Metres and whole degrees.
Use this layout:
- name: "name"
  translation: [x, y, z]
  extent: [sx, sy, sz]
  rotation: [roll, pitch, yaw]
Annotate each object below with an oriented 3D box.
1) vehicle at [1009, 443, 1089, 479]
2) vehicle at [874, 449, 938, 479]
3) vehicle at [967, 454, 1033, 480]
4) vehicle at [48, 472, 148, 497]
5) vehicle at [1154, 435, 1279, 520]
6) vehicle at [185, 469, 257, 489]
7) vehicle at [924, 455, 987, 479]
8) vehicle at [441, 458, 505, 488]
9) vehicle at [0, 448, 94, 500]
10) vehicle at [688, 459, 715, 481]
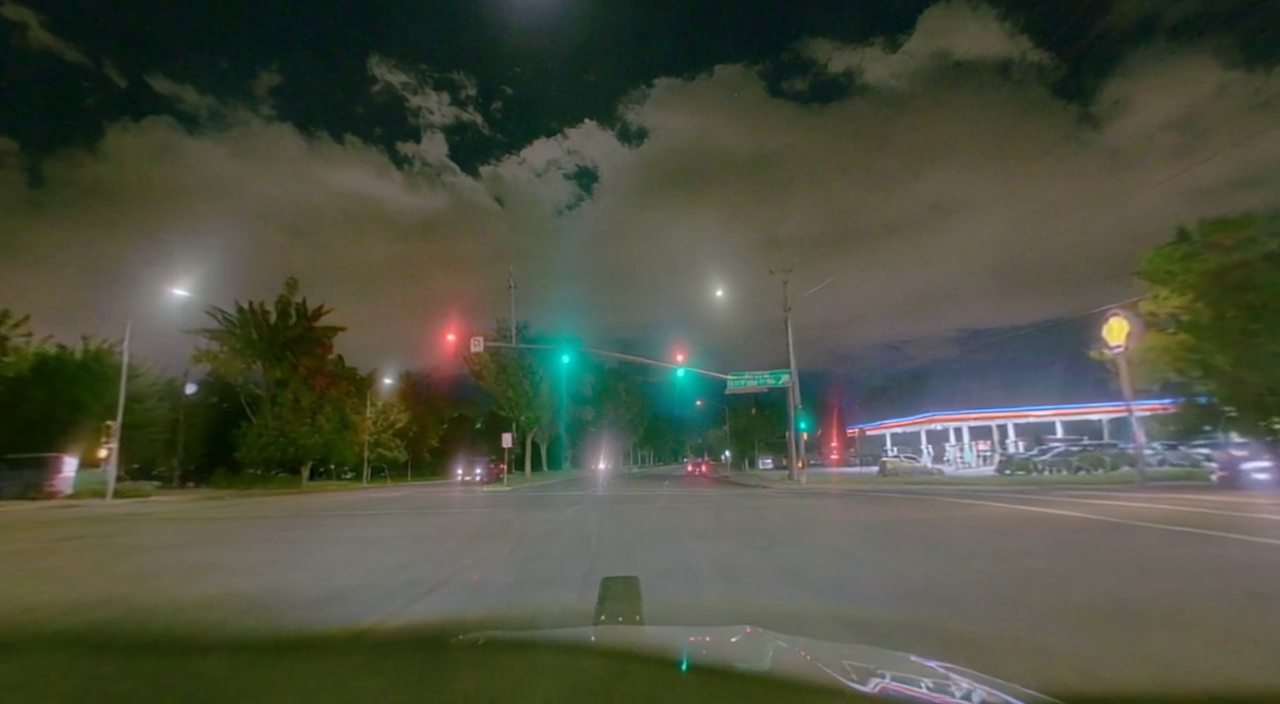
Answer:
- name: "vehicle"
  translation: [23.332, 6.160, 35.954]
  extent: [4.920, 1.864, 2.027]
  rotation: [6, -11, -36]
- name: "vehicle"
  translation: [17.813, 7.451, 42.177]
  extent: [4.601, 1.766, 2.015]
  rotation: [7, -14, -42]
- name: "vehicle"
  translation: [21.948, 6.945, 38.433]
  extent: [4.329, 1.461, 1.873]
  rotation: [7, -11, -38]
- name: "vehicle"
  translation: [-32.876, 8.048, 38.393]
  extent: [4.239, 1.401, 2.038]
  rotation: [0, -9, 2]
- name: "vehicle"
  translation: [13.264, 2.391, 12.329]
  extent: [4.605, 1.497, 2.061]
  rotation: [0, -9, 1]
- name: "vehicle"
  translation: [-32.596, 9.871, 49.196]
  extent: [4.233, 1.434, 1.961]
  rotation: [-1, -9, 4]
- name: "vehicle"
  translation: [20.126, 7.322, 40.237]
  extent: [4.553, 1.371, 2.019]
  rotation: [9, -15, -42]
- name: "vehicle"
  translation: [-9.112, 6.632, 34.904]
  extent: [2.023, 1.498, 4.605]
  rotation: [-1, -9, 3]
- name: "vehicle"
  translation: [-33.218, 6.349, 33.158]
  extent: [6.708, 2.544, 2.452]
  rotation: [0, -9, 1]
- name: "vehicle"
  translation: [4.639, 8.936, 48.103]
  extent: [1.908, 1.492, 3.977]
  rotation: [-1, -9, 3]
